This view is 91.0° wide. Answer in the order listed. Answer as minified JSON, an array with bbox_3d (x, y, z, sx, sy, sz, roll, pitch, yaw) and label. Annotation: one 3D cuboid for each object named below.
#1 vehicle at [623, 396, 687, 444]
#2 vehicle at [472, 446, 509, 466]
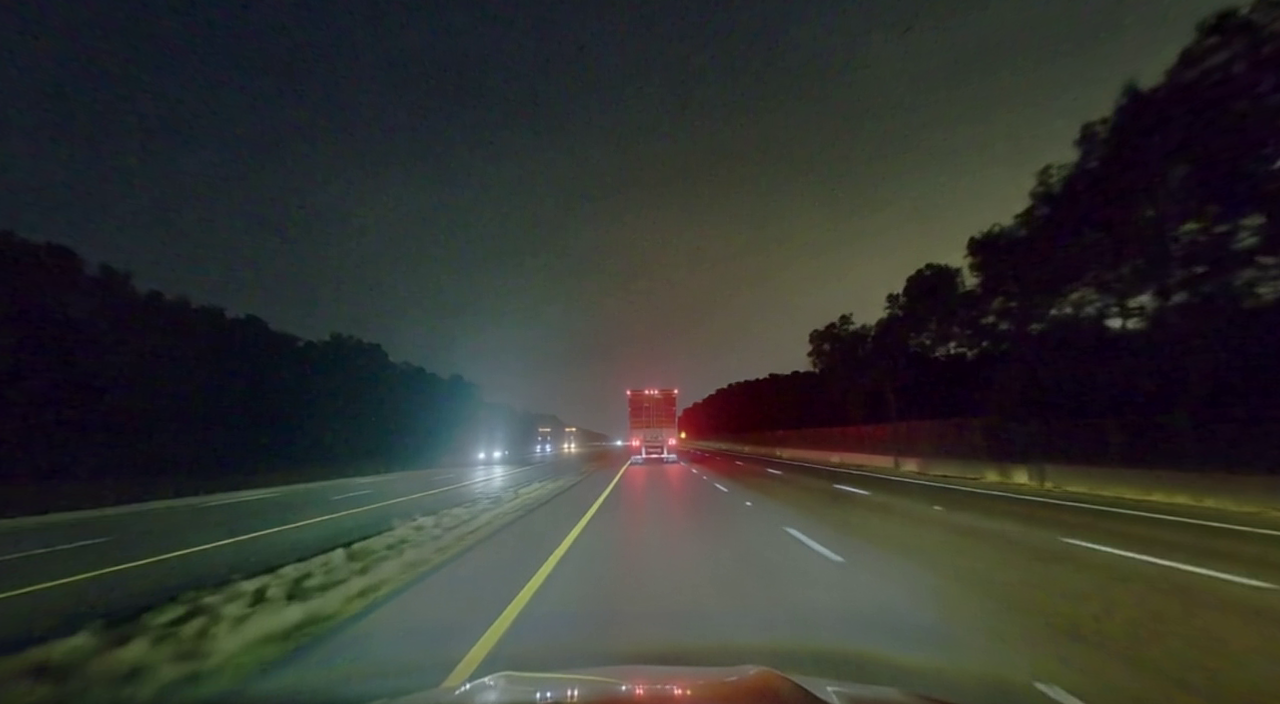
[{"bbox_3d":[0.573,3.019,27.068,2.509,1.890,4.732,0,-8,0],"label":"vehicle"},{"bbox_3d":[-11.663,8.109,49.227,1.761,1.520,4.276,0,-8,2],"label":"vehicle"}]
